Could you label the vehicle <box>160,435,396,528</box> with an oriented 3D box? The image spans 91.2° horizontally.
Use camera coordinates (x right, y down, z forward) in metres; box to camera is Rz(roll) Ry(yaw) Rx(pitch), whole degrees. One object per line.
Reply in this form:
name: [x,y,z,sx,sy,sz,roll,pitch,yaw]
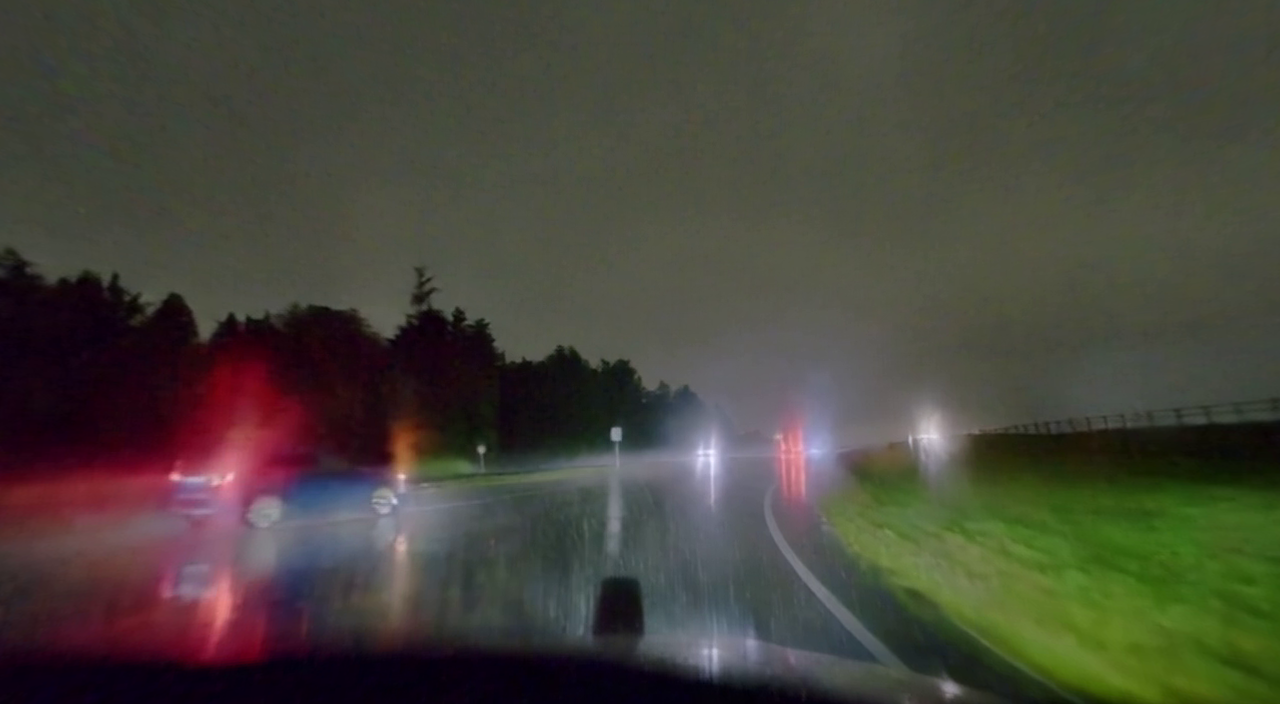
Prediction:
vehicle: [-7.682,2.733,13.784,2.106,1.679,3.908,-4,-10,22]
